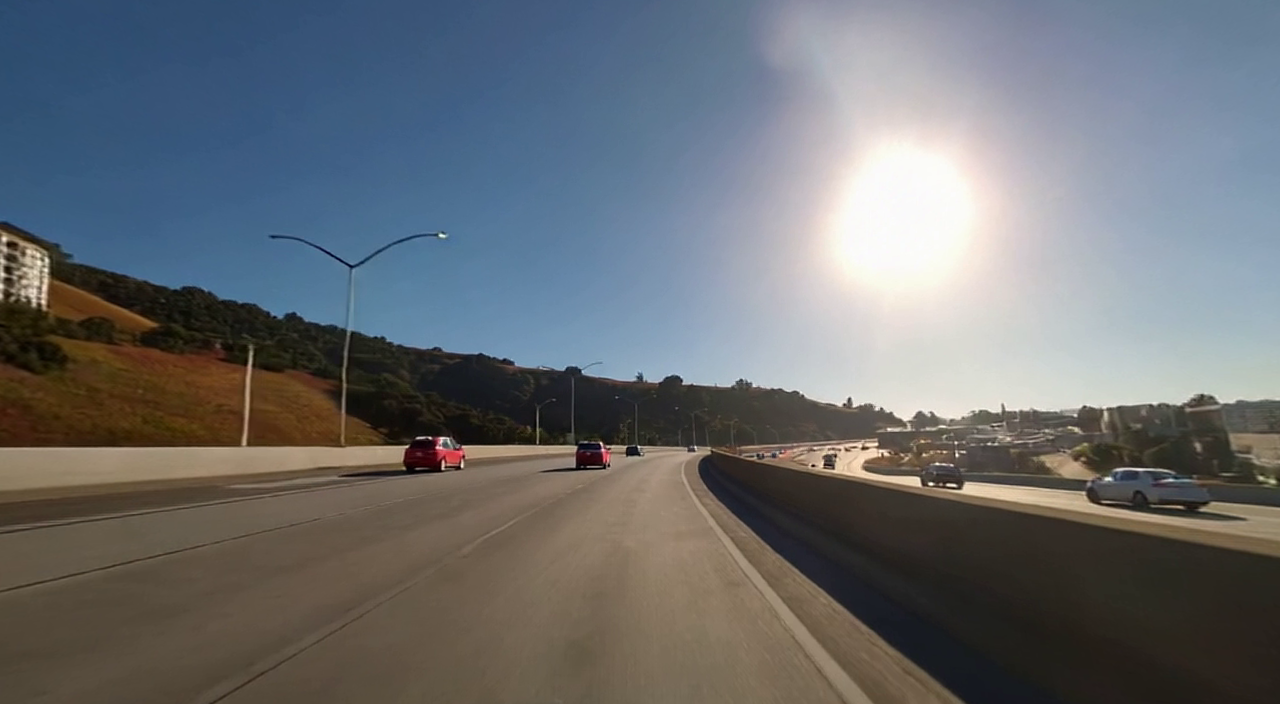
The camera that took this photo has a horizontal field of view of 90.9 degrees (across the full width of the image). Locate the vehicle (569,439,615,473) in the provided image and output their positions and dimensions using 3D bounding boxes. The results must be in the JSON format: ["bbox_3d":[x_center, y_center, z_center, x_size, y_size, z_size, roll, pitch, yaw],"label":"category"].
[{"bbox_3d":[-2.629,5.846,35.724,2.028,1.782,4.150,-1,-8,3],"label":"vehicle"}]

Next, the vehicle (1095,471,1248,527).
[{"bbox_3d":[18.604,5.121,22.408,1.786,1.559,4.496,-1,-8,5],"label":"vehicle"}]

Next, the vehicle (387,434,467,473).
[{"bbox_3d":[-10.212,4.920,30.675,2.039,1.746,4.528,-1,-8,4],"label":"vehicle"}]
